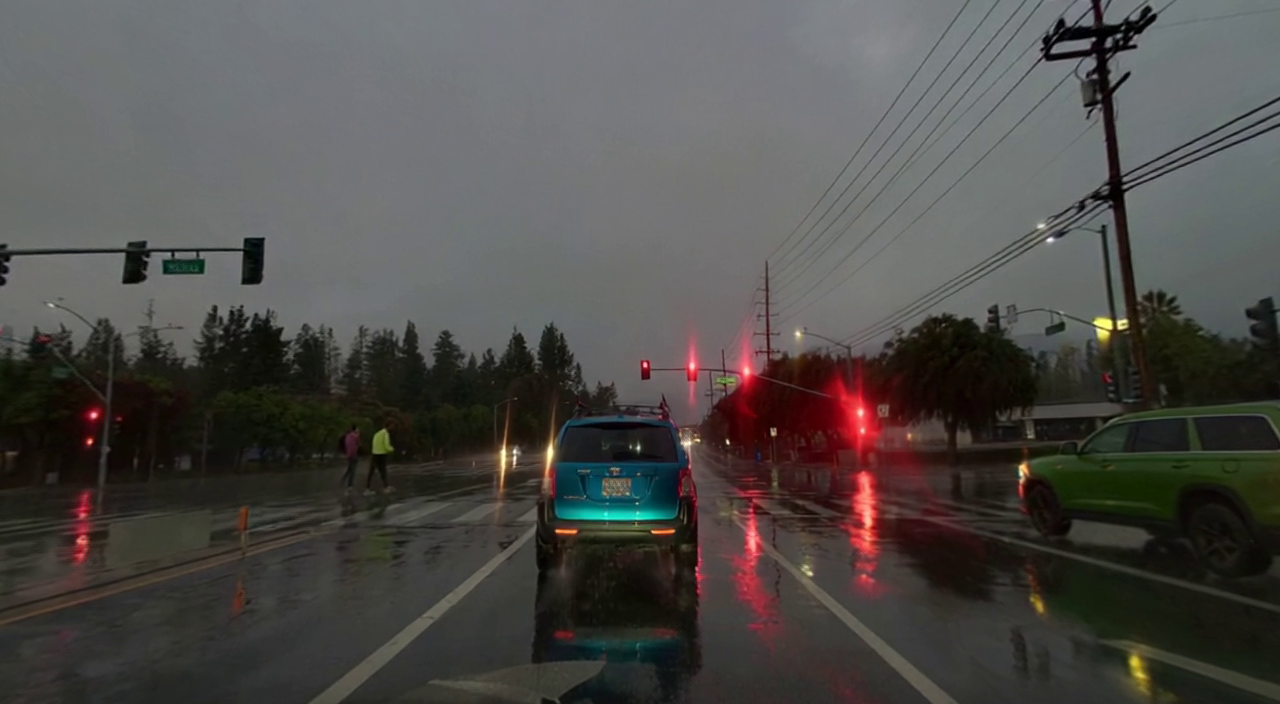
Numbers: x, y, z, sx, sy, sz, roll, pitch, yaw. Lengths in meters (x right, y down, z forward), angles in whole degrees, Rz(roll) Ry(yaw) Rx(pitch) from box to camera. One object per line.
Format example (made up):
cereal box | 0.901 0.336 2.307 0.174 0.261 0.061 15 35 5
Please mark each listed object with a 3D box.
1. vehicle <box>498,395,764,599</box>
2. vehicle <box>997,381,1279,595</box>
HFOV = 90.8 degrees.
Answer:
vehicle | -0.109 1.564 7.640 2.285 1.729 4.252 0 -9 -1
vehicle | 6.578 1.438 7.240 2.119 1.827 4.806 0 -9 0
